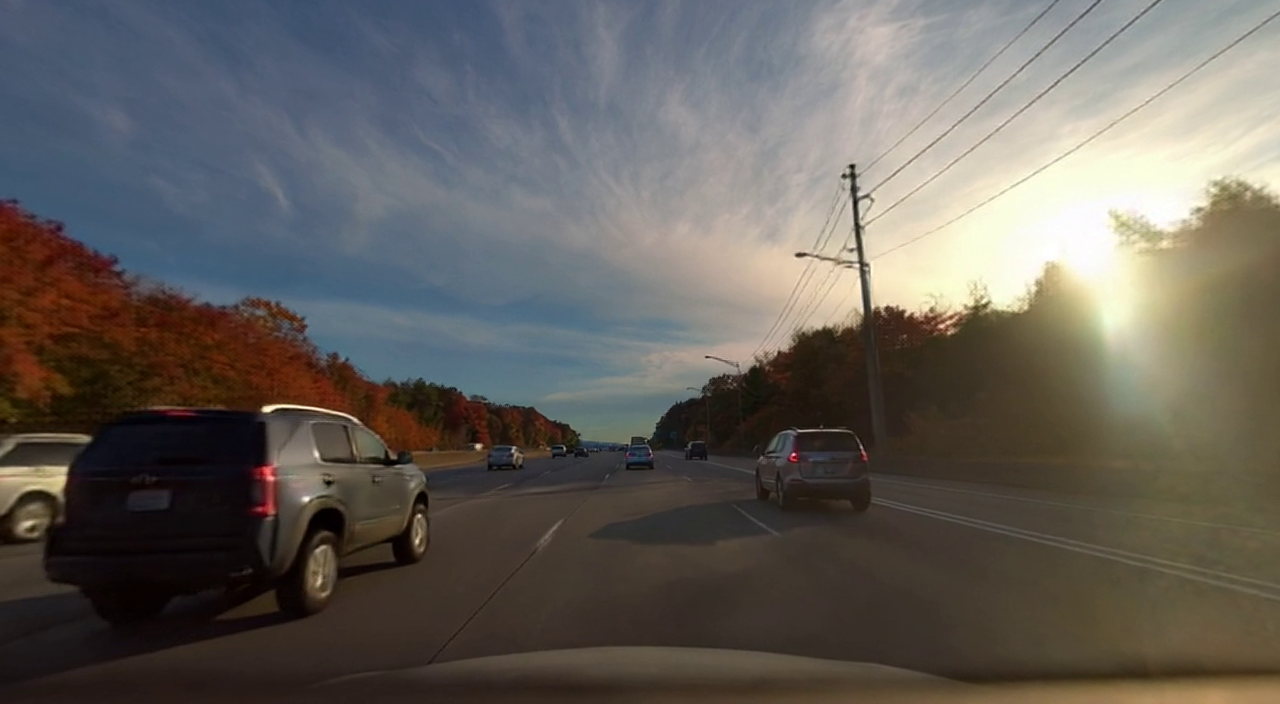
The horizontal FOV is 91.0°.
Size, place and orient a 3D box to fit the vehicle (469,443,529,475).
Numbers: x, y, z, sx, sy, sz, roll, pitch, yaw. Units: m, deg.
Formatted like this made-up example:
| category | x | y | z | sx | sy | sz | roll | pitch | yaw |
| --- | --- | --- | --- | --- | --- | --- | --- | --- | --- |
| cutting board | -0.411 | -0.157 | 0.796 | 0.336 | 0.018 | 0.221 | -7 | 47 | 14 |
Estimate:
| category | x | y | z | sx | sy | sz | roll | pitch | yaw |
| --- | --- | --- | --- | --- | --- | --- | --- | --- | --- |
| vehicle | -7.140 | 5.440 | 32.301 | 2.014 | 1.526 | 4.577 | 0 | -9 | 0 |

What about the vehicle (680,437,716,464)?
| category | x | y | z | sx | sy | sz | roll | pitch | yaw |
| --- | --- | --- | --- | --- | --- | --- | --- | --- | --- |
| vehicle | 4.510 | 7.828 | 49.992 | 2.380 | 1.976 | 5.614 | 0 | -9 | 0 |

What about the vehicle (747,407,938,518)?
| category | x | y | z | sx | sy | sz | roll | pitch | yaw |
| --- | --- | --- | --- | --- | --- | --- | --- | --- | --- |
| vehicle | 4.167 | 2.448 | 14.345 | 2.388 | 1.998 | 5.749 | 0 | -9 | 0 |

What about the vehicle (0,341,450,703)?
| category | x | y | z | sx | sy | sz | roll | pitch | yaw |
| --- | --- | --- | --- | --- | --- | --- | --- | --- | --- |
| vehicle | -3.280 | 1.172 | 4.904 | 2.154 | 1.783 | 4.476 | 0 | -9 | 0 |

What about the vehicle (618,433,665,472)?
| category | x | y | z | sx | sy | sz | roll | pitch | yaw |
| --- | --- | --- | --- | --- | --- | --- | --- | --- | --- |
| vehicle | 0.072 | 5.473 | 34.441 | 2.372 | 1.957 | 5.121 | 0 | -9 | 0 |
